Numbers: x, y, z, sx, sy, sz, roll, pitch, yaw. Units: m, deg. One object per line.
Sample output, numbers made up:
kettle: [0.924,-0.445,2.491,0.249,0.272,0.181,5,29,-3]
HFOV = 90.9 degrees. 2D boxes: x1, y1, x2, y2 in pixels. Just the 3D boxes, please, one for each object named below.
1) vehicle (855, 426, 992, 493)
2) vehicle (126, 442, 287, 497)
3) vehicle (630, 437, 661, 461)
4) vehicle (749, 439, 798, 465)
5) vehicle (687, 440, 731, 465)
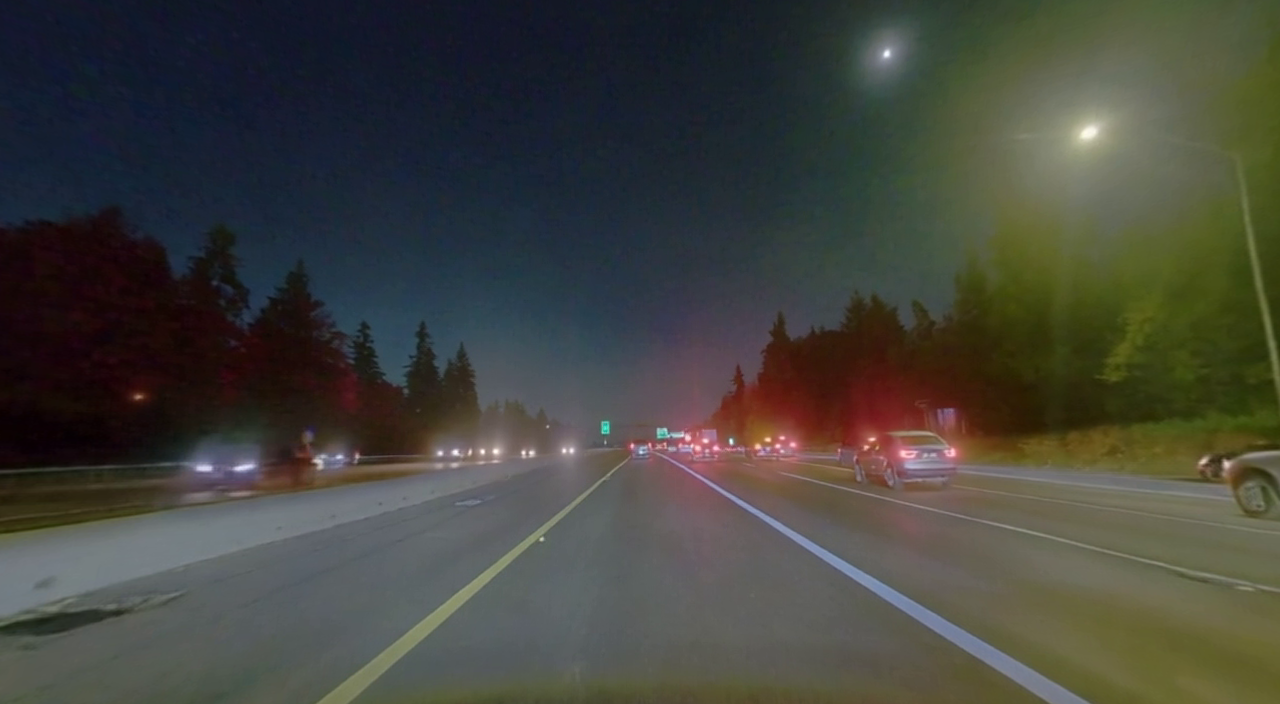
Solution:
vehicle: [8.039,3.083,18.417,1.986,1.703,4.226,0,-8,-1]
vehicle: [-13.801,3.731,20.498,2.103,1.542,4.434,0,-8,0]
vehicle: [0.410,6.895,45.044,2.124,1.639,4.122,0,-8,1]
vehicle: [7.916,5.970,37.775,1.919,1.476,4.303,0,-8,-1]
vehicle: [4.199,6.171,38.931,2.118,1.438,4.312,0,-8,-1]
